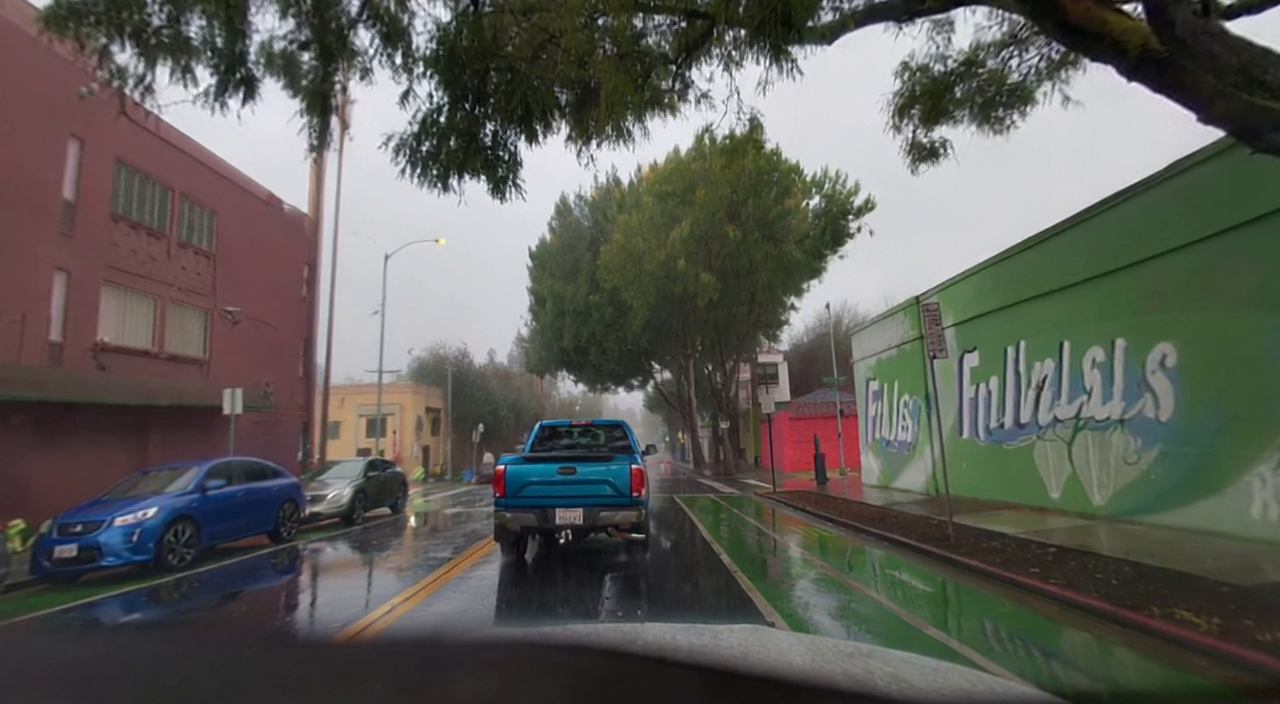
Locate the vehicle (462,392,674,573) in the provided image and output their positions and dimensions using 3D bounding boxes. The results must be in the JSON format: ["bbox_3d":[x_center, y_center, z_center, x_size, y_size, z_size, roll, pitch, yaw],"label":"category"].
[{"bbox_3d":[-0.733,1.711,9.020,2.215,1.882,4.611,0,-8,1],"label":"vehicle"}]

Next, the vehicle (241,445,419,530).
[{"bbox_3d":[-7.388,3.214,15.801,1.884,1.730,5.076,0,-8,0],"label":"vehicle"}]

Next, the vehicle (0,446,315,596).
[{"bbox_3d":[-7.229,2.437,10.131,1.882,1.686,4.489,-4,-8,-3],"label":"vehicle"}]
